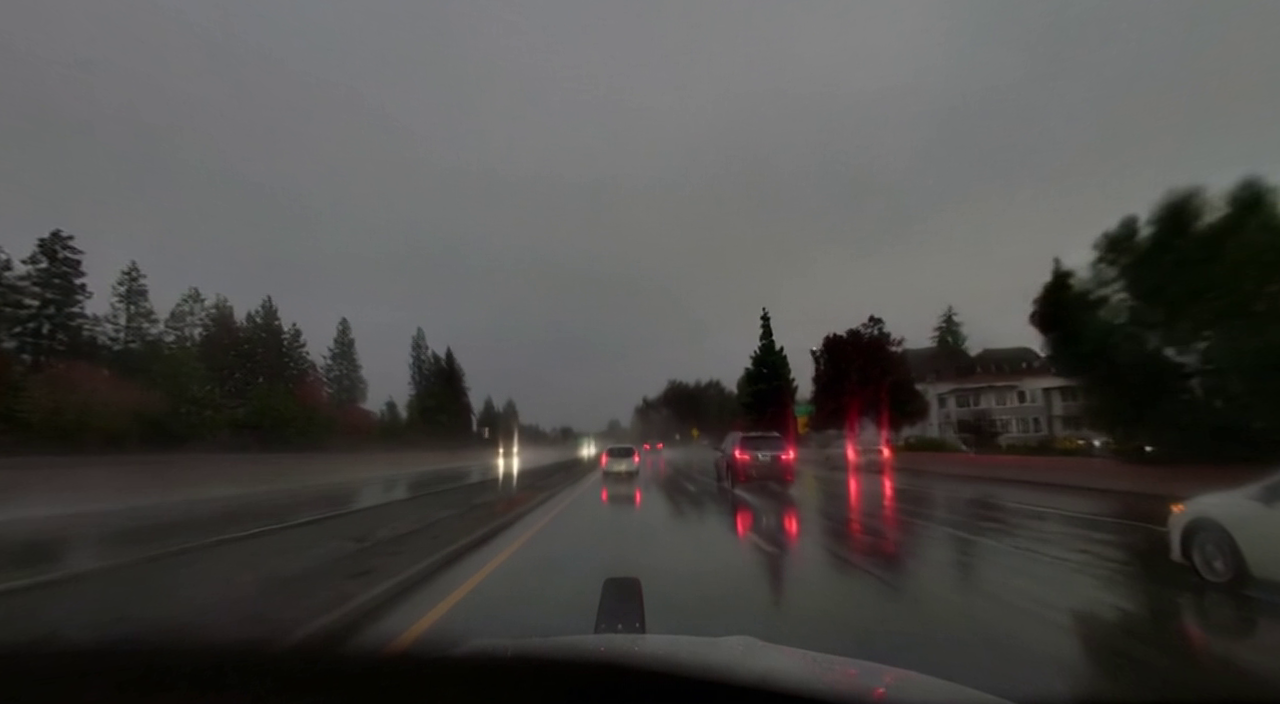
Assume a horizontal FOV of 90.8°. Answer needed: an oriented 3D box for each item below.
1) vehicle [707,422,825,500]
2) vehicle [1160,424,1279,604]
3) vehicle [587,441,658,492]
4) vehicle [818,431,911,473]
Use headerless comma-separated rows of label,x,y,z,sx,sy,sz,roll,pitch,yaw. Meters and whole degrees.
vehicle,3.263,2.963,17.517,2.186,1.842,4.553,0,-8,-2
vehicle,6.504,1.146,3.973,2.434,1.467,4.726,0,-8,0
vehicle,-0.507,3.578,20.096,2.040,1.451,3.736,0,-8,0
vehicle,11.163,5.039,32.006,2.533,1.900,6.143,0,-8,1
